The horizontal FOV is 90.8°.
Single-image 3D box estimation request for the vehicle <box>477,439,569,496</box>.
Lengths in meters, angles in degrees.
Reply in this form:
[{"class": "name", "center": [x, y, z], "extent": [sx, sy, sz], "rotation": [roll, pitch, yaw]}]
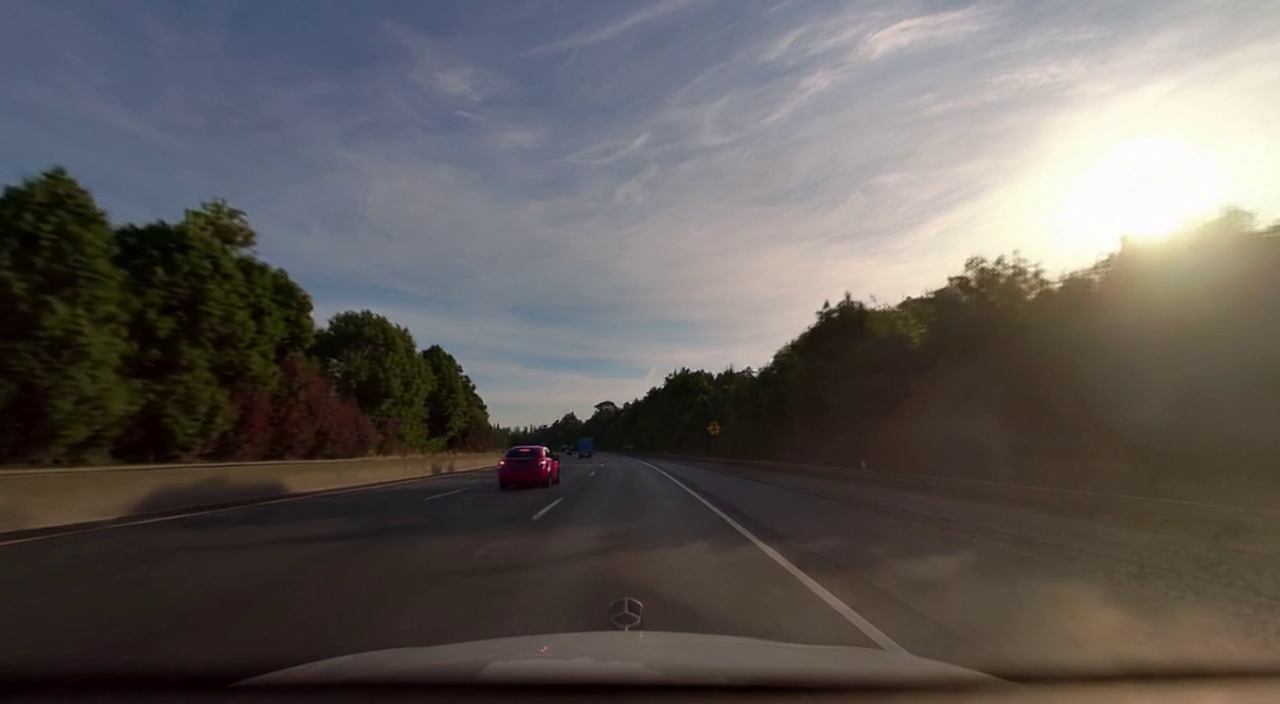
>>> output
[{"class": "vehicle", "center": [-3.831, 3.877, 21.569], "extent": [2.279, 1.683, 4.726], "rotation": [0, -9, -1]}]
